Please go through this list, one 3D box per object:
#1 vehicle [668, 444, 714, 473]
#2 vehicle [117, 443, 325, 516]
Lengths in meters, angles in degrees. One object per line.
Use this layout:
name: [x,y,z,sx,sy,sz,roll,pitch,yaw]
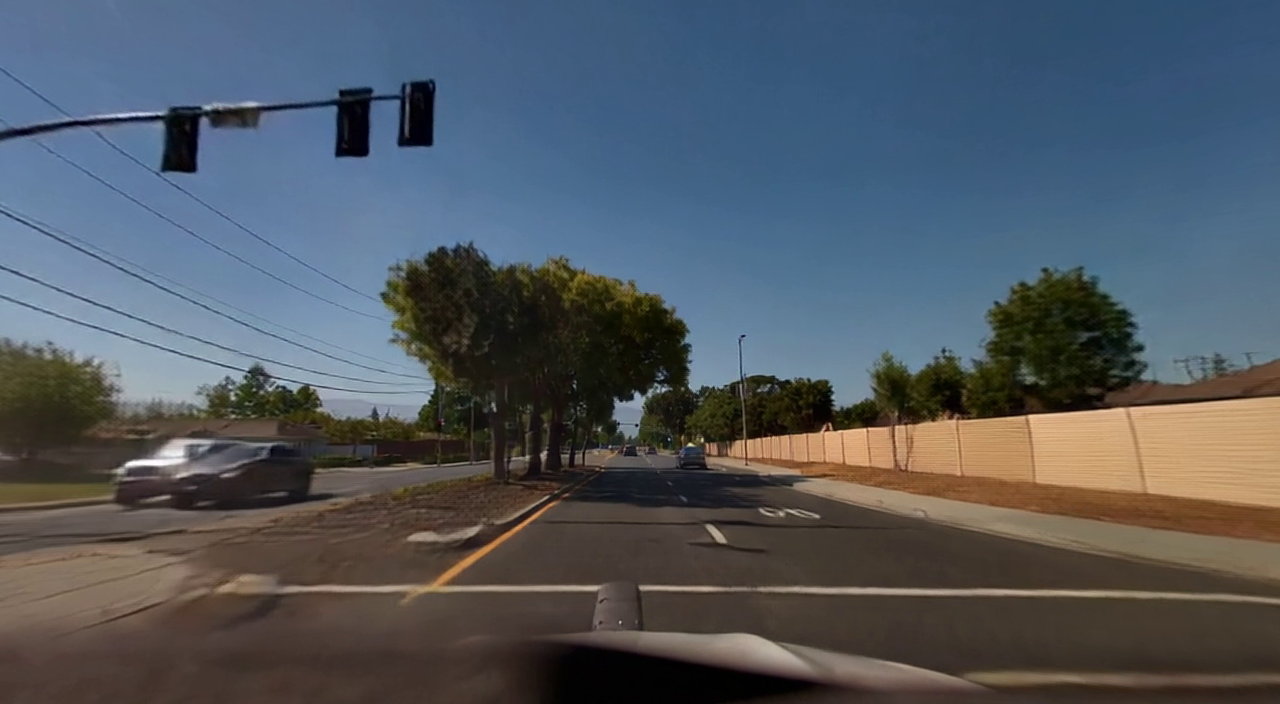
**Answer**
vehicle: [2.777,5.877,34.934,2.105,1.490,4.008,0,-9,-2]
vehicle: [-9.450,2.866,14.741,1.833,1.420,4.327,0,-9,1]
